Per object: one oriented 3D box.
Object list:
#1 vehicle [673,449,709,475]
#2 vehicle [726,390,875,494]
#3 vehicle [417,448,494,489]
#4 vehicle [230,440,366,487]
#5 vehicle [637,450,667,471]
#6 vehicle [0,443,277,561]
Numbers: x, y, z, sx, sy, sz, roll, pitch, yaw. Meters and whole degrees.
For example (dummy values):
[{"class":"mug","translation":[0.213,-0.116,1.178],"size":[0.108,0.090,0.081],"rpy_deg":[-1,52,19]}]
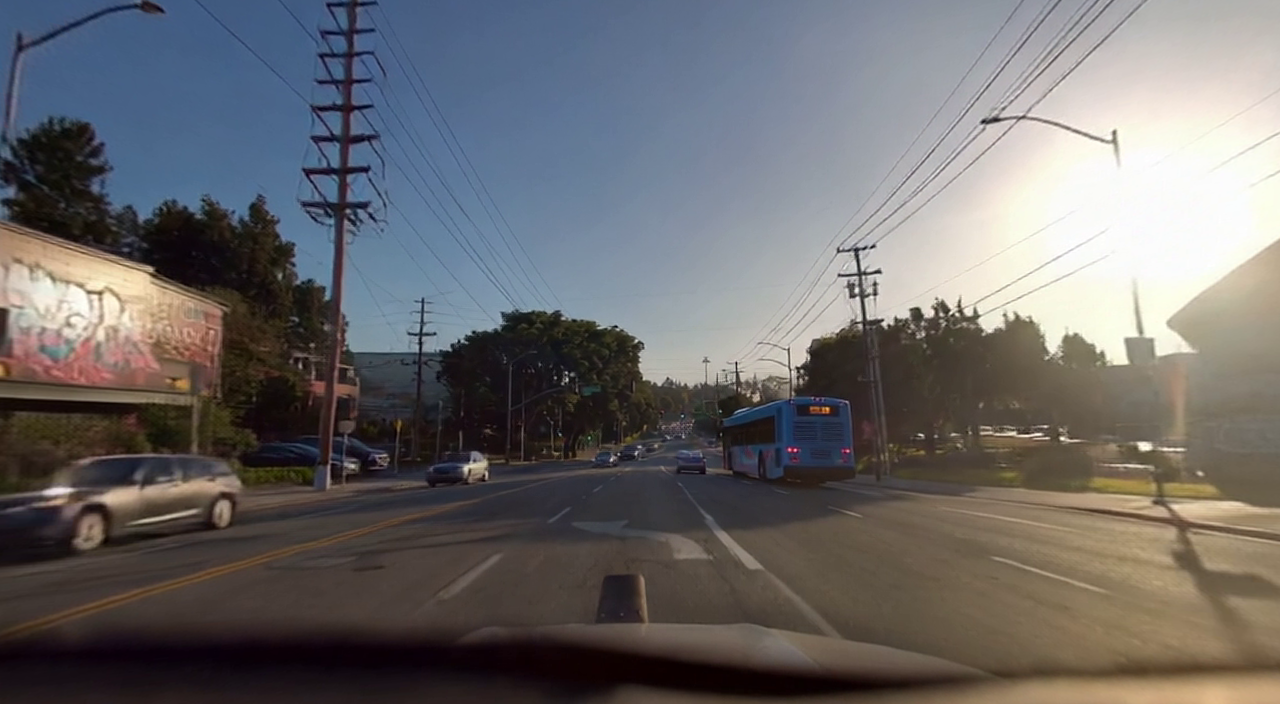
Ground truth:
[{"class":"vehicle","translation":[3.167,6.901,39.876],"size":[1.961,1.470,4.196],"rpy_deg":[0,-8,0]},{"class":"vehicle","translation":[6.176,3.878,27.306],"size":[3.045,3.447,12.604],"rpy_deg":[0,-8,-1]},{"class":"vehicle","translation":[-8.321,5.262,28.948],"size":[2.017,1.659,4.405],"rpy_deg":[0,-8,3]},{"class":"vehicle","translation":[-14.703,4.801,27.480],"size":[4.719,1.903,2.051],"rpy_deg":[2,-8,-12]},{"class":"vehicle","translation":[0.878,8.240,48.195],"size":[2.016,1.464,4.089],"rpy_deg":[0,-8,-2]},{"class":"vehicle","translation":[-9.217,2.502,11.534],"size":[2.011,1.672,4.637],"rpy_deg":[-1,-8,7]}]
